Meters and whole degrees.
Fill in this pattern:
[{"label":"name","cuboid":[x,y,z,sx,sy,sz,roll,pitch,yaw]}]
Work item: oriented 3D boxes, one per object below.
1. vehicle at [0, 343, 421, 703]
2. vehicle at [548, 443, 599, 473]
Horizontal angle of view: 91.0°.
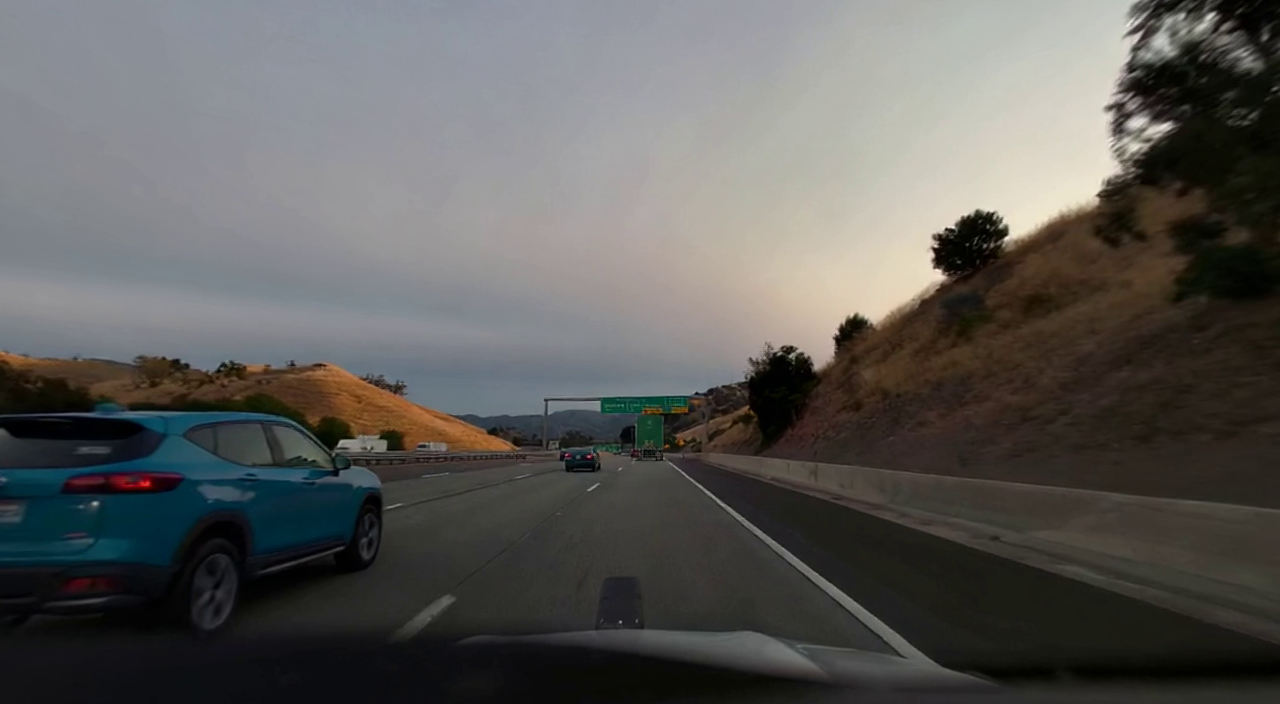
[{"label":"vehicle","cuboid":[-3.680,1.160,4.847,2.194,1.725,4.698,0,-9,1]},{"label":"vehicle","cuboid":[-3.477,5.657,33.724,2.101,1.476,4.471,0,-9,1]}]
